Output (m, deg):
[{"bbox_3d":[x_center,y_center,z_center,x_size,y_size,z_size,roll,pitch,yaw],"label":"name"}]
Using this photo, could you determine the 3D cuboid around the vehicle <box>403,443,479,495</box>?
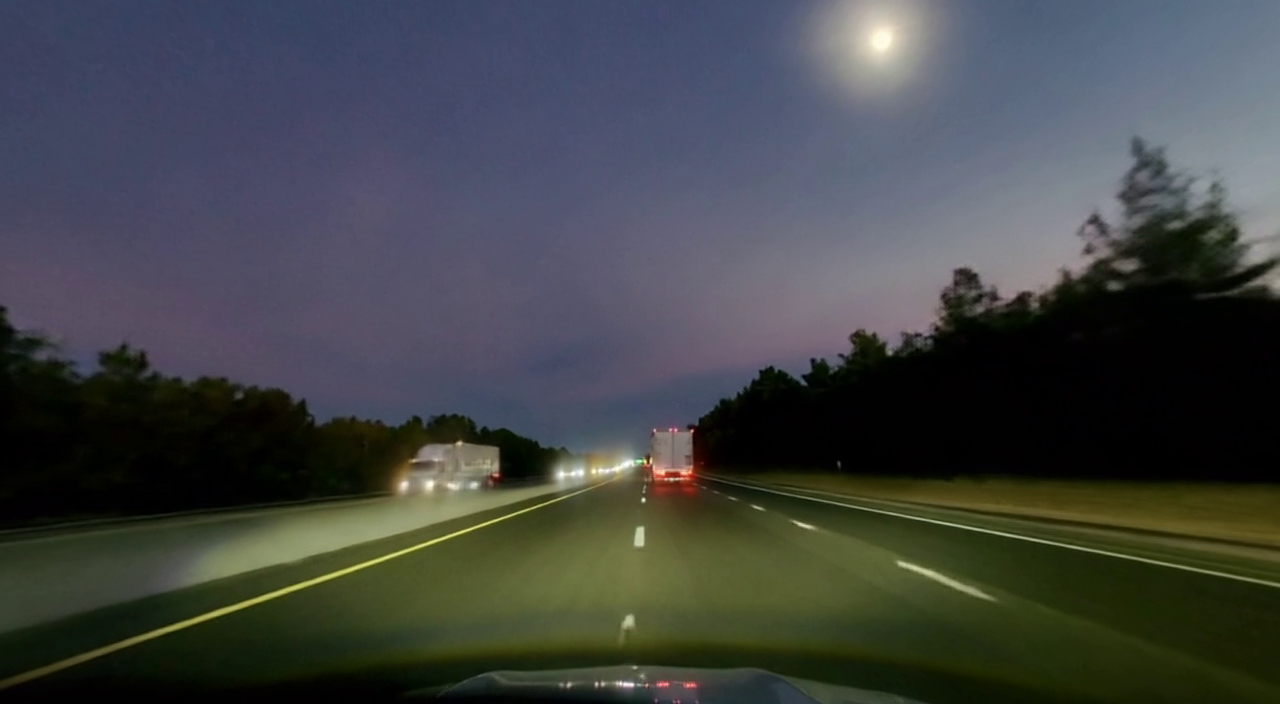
[{"bbox_3d":[-13.545,8.077,43.702,2.739,3.258,7.223,0,-10,1],"label":"vehicle"}]

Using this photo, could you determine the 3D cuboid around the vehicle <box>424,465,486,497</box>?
[{"bbox_3d":[-9.510,6.653,32.732,1.910,1.539,4.131,0,-10,1],"label":"vehicle"}]
